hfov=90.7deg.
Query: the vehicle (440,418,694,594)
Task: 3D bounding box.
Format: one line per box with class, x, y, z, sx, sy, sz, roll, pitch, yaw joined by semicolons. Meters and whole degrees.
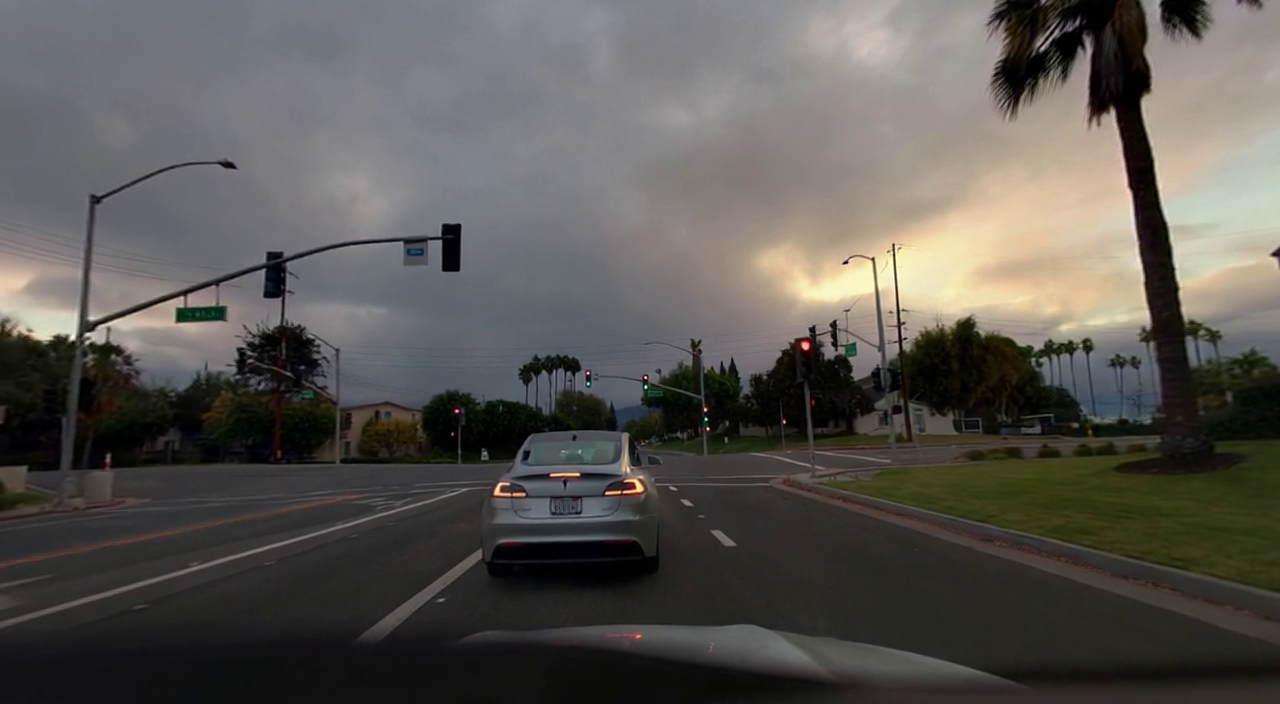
vehicle;-0.631;1.624;7.572;2.152;1.478;4.229;0;-8;0
